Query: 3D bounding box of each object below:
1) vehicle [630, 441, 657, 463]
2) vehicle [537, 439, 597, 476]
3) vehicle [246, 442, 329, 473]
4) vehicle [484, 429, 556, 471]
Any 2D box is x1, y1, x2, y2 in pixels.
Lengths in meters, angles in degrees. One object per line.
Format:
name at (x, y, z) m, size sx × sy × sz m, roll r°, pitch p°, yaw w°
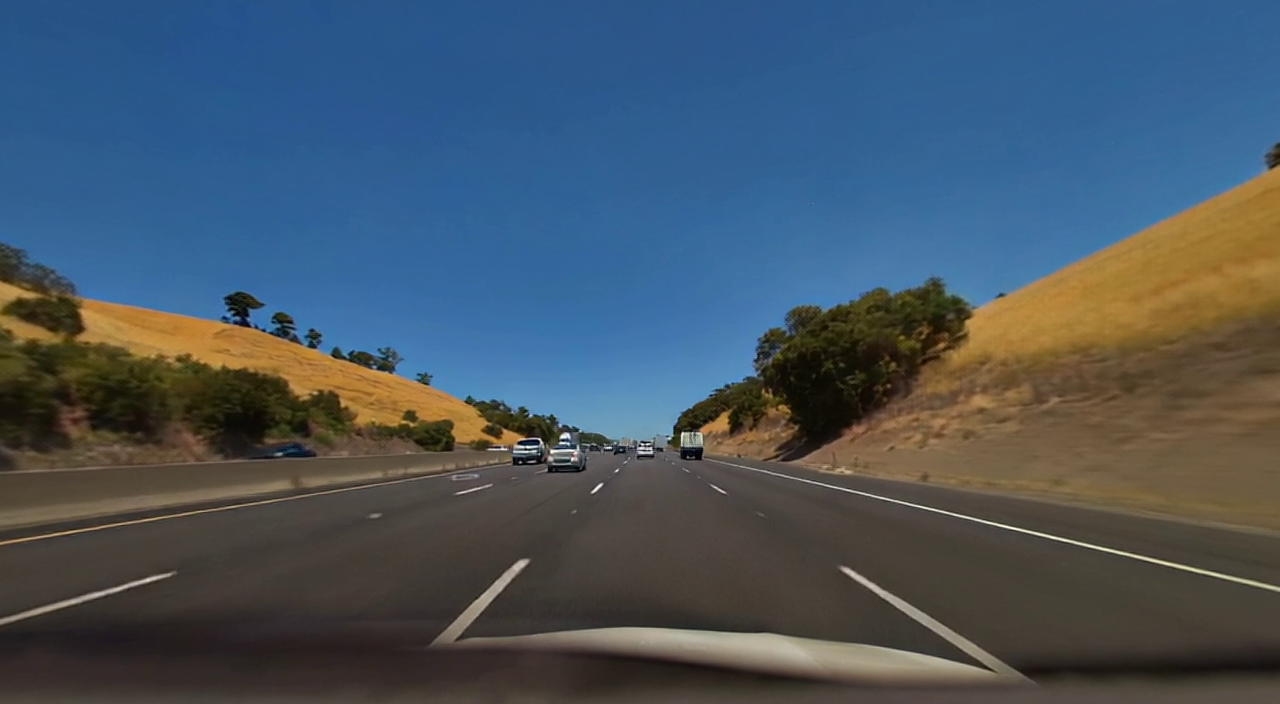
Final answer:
vehicle at (0.282, 7.627, 48.299) m, size 2.031 × 1.566 × 3.904 m, roll 0°, pitch -8°, yaw 0°
vehicle at (-3.172, 4.722, 28.514) m, size 2.091 × 1.552 × 4.516 m, roll 0°, pitch -8°, yaw 1°
vehicle at (-20.691, 6.180, 37.262) m, size 1.933 × 1.660 × 4.943 m, roll 0°, pitch -8°, yaw 2°
vehicle at (-6.417, 5.346, 34.619) m, size 2.589 × 2.063 × 6.206 m, roll 0°, pitch -8°, yaw 1°
